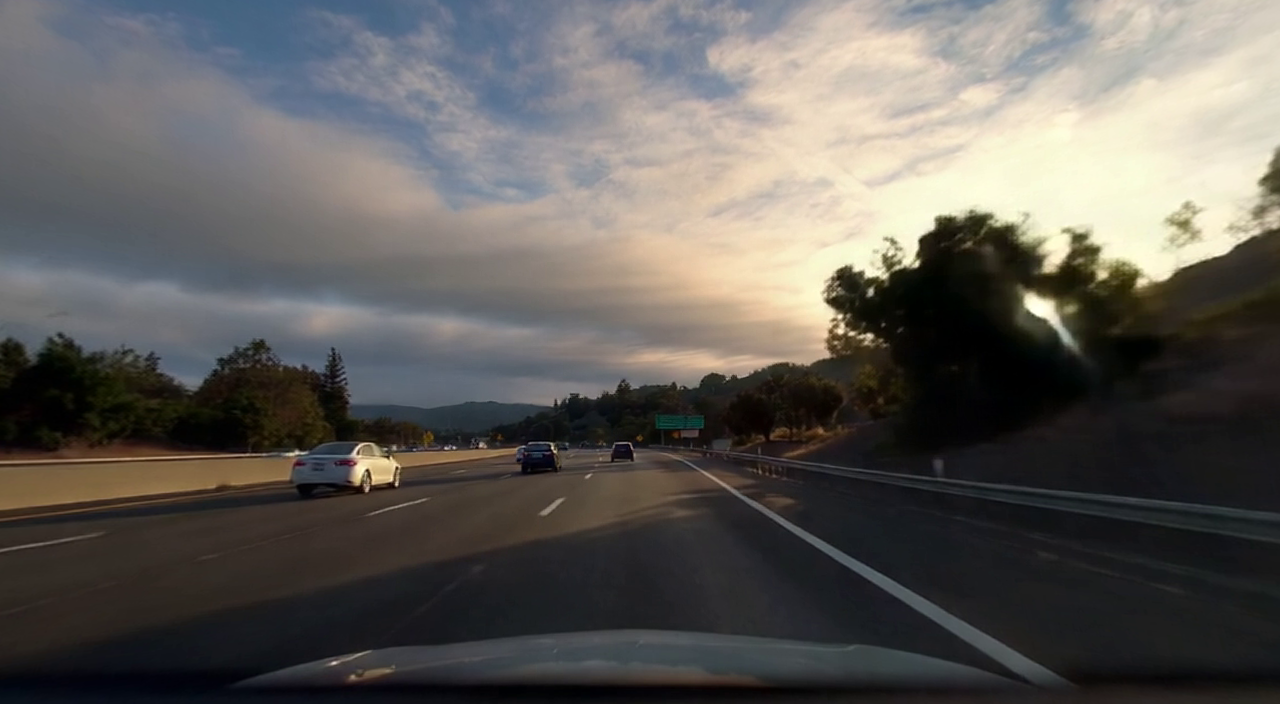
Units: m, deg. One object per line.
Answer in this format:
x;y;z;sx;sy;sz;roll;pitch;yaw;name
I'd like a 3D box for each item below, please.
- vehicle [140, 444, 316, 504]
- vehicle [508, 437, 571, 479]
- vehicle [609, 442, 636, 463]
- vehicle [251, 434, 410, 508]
-11.756;3.464;18.501;2.028;1.499;4.702;0;-8;-1;vehicle
-4.169;4.479;26.943;1.991;1.610;4.606;0;-8;-1;vehicle
-1.257;7.313;45.923;1.881;1.460;3.694;0;-8;-2;vehicle
-7.707;2.976;16.233;2.086;1.628;4.039;0;-8;-1;vehicle
